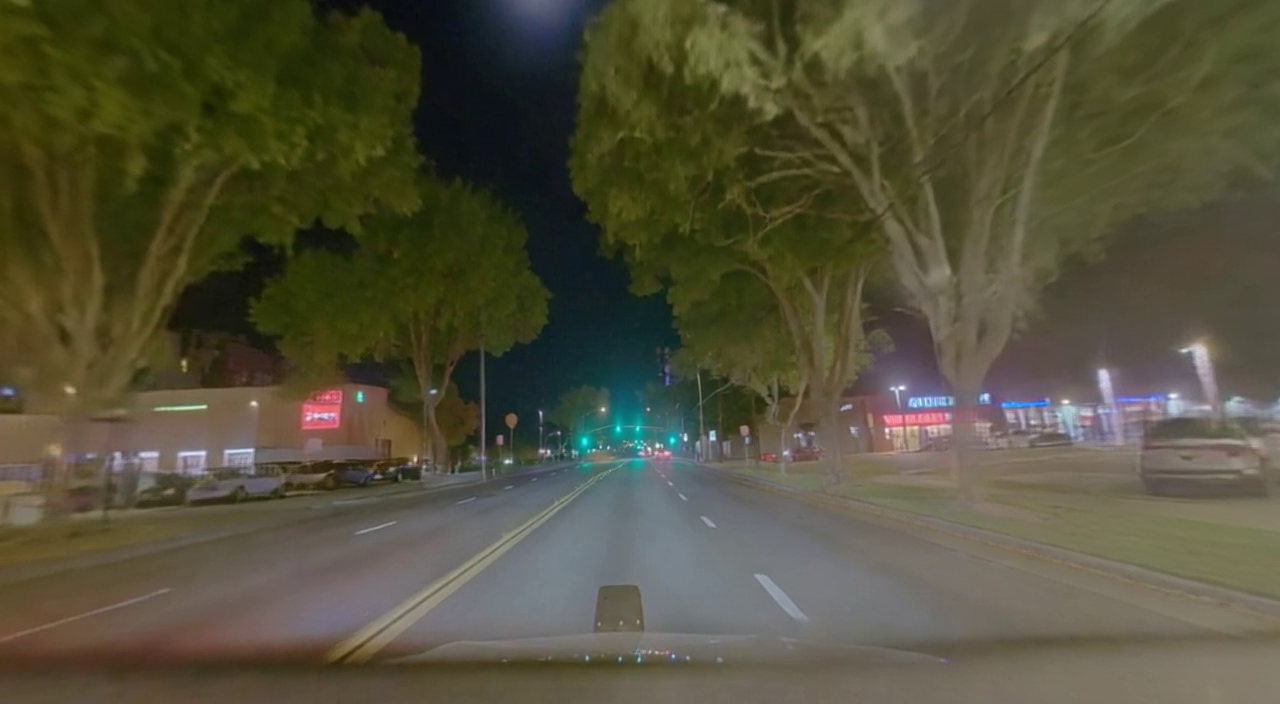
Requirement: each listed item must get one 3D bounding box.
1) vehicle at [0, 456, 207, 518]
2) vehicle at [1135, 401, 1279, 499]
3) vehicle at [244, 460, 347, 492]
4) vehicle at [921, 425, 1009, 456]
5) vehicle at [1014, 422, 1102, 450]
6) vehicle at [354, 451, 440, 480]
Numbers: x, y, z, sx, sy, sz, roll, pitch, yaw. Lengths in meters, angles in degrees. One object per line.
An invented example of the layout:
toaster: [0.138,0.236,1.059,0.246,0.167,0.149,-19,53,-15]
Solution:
vehicle: [-16.289,4.061,19.295,4.650,1.700,1.915,0,-9,-2]
vehicle: [11.204,1.812,11.828,4.587,1.504,1.928,7,-11,-39]
vehicle: [-15.987,5.755,29.439,3.771,1.404,1.639,0,-9,-2]
vehicle: [25.168,6.878,49.041,5.444,1.901,2.250,-4,-9,-3]
vehicle: [32.342,6.524,48.960,5.318,1.849,2.058,-2,-9,-3]
vehicle: [-15.215,7.131,39.708,4.579,1.701,2.033,-1,-9,1]
